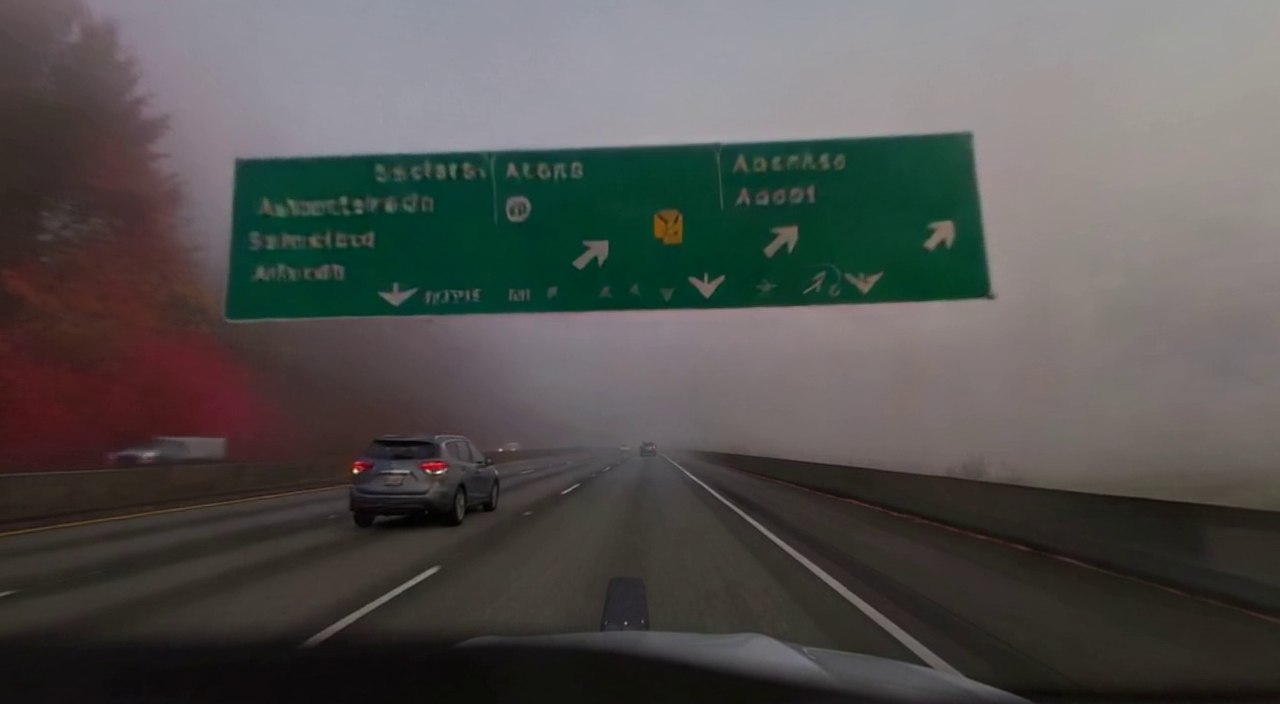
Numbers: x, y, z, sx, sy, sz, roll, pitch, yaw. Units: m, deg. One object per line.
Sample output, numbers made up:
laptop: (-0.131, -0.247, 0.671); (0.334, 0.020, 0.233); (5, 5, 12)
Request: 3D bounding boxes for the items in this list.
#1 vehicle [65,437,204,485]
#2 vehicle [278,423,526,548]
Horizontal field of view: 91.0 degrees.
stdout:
vehicle: (-20.005, 4.301, 25.190); (1.932, 1.711, 4.286); (0, -8, 0)
vehicle: (-3.472, 2.041, 10.443); (2.061, 1.572, 4.814); (0, -8, 2)
